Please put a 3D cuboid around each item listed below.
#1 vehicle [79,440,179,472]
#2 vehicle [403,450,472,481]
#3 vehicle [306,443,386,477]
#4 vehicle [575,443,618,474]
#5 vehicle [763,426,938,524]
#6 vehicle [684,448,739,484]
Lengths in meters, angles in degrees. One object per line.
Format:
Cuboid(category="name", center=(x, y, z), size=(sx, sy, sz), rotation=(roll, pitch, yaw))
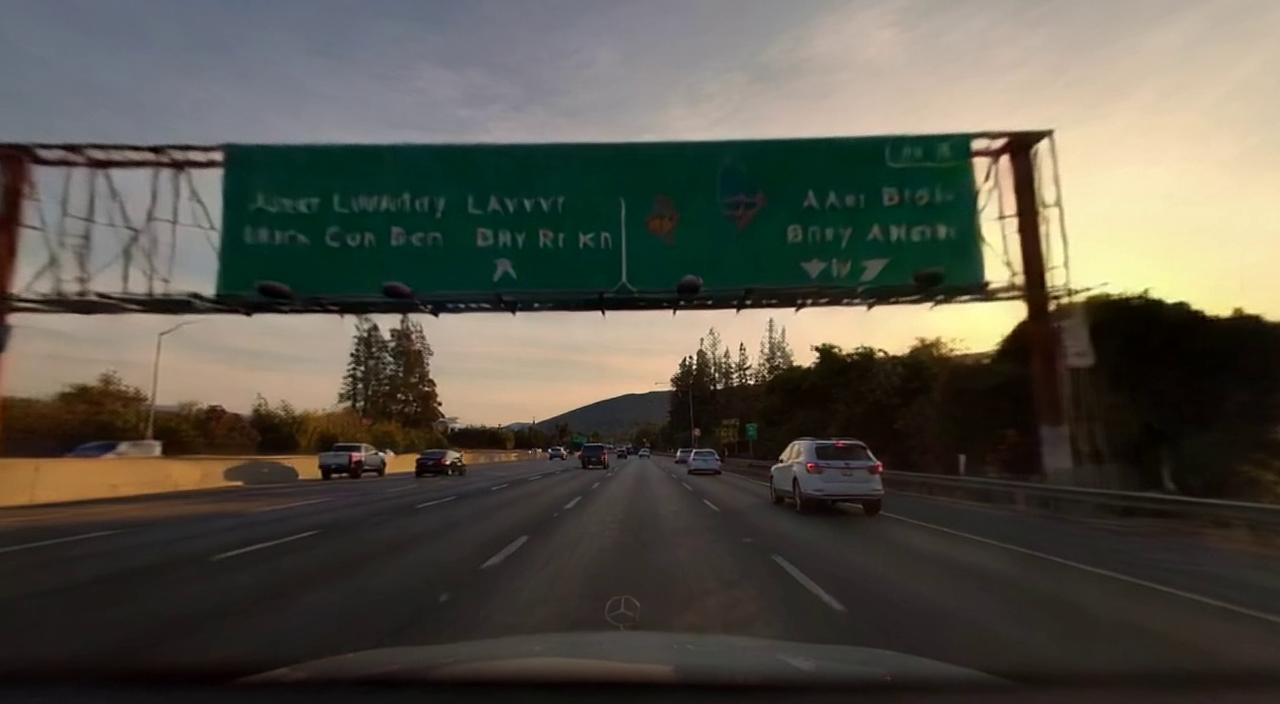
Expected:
Cuboid(category="vehicle", center=(-35.584, 7.244, 44.133), size=(2.349, 2.076, 5.394), rotation=(0, -9, 1))
Cuboid(category="vehicle", center=(-10.366, 5.803, 32.588), size=(1.974, 1.472, 4.684), rotation=(0, -9, 1))
Cuboid(category="vehicle", center=(-16.740, 6.153, 36.201), size=(2.181, 1.819, 4.830), rotation=(0, -9, 1))
Cuboid(category="vehicle", center=(-2.830, 7.118, 42.472), size=(2.449, 1.929, 5.503), rotation=(0, -9, 0))
Cuboid(category="vehicle", center=(4.361, 2.638, 14.074), size=(2.218, 1.776, 4.807), rotation=(0, -9, 0))
Cuboid(category="vehicle", center=(3.282, 5.314, 29.751), size=(2.126, 1.529, 4.438), rotation=(0, -9, 0))
